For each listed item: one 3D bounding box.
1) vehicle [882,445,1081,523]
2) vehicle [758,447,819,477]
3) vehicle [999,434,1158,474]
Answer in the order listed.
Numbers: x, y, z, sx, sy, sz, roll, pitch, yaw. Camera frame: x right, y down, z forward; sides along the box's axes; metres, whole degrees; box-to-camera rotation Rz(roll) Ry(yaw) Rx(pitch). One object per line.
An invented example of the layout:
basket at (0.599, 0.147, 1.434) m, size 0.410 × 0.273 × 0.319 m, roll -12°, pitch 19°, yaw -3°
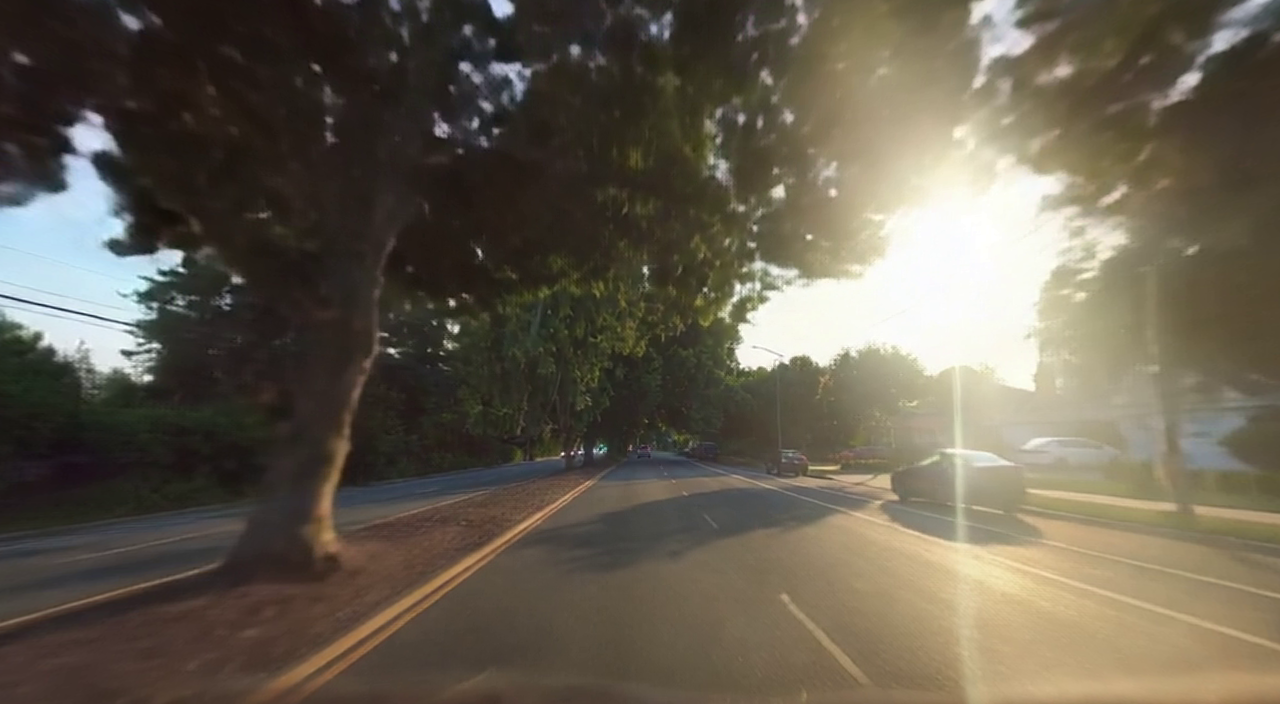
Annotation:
vehicle at (7.393, 2.866, 14.372) m, size 2.010 × 1.469 × 4.548 m, roll 0°, pitch -9°, yaw 1°
vehicle at (7.581, 5.661, 32.735) m, size 1.967 × 1.449 × 4.645 m, roll 0°, pitch -9°, yaw -1°
vehicle at (17.749, 4.151, 25.760) m, size 4.793 × 1.537 × 2.353 m, roll 1°, pitch -9°, yaw -5°
